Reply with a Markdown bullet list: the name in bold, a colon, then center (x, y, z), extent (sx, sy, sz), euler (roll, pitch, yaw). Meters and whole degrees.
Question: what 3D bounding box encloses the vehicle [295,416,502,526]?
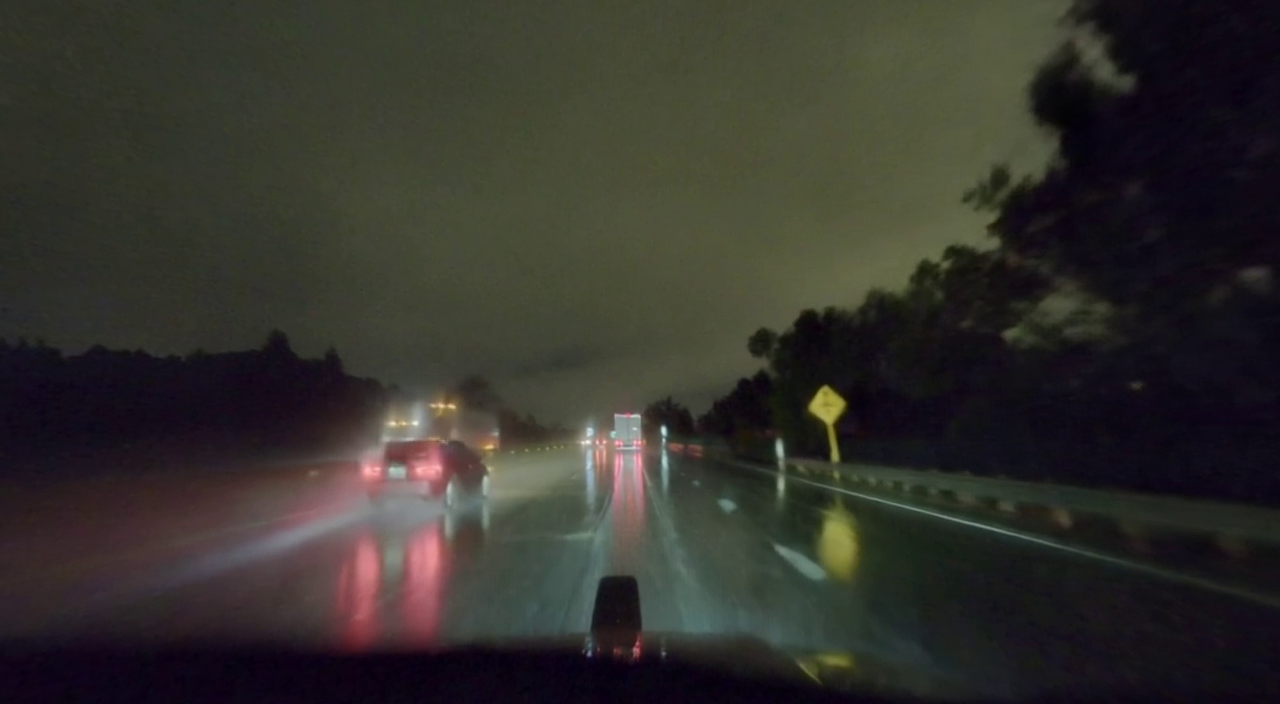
- **vehicle**: center (-4.220, 2.139, 12.055), extent (2.123, 1.655, 4.688), euler (0, -8, 0)
